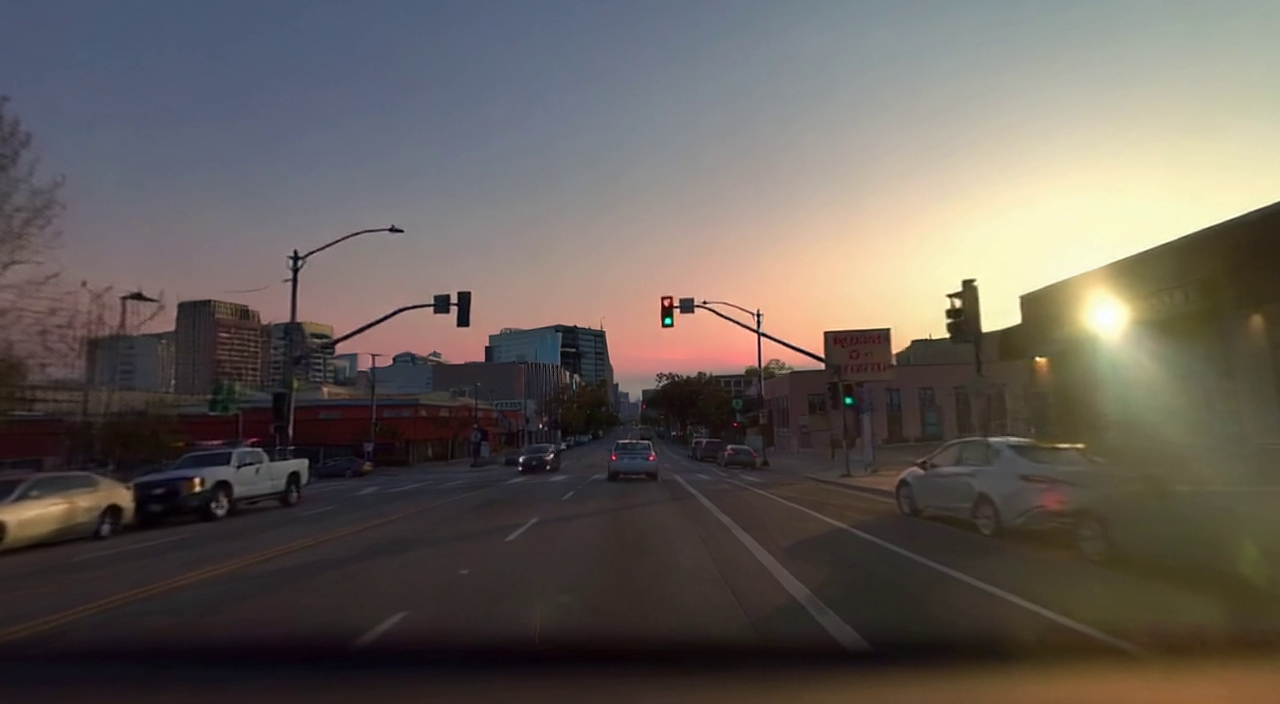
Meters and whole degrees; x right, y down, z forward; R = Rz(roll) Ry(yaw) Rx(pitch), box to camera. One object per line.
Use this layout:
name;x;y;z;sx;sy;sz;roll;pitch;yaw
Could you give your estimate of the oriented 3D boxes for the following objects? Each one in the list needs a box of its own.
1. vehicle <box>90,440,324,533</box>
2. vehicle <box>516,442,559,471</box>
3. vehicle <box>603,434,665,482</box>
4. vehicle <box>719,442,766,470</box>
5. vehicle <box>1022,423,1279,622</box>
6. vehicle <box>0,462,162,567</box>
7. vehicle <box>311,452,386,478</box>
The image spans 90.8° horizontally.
vehicle;-11.251;3.439;17.238;2.240;2.052;5.872;0;-8;0
vehicle;-6.281;6.400;39.012;1.918;1.679;4.209;0;-8;0
vehicle;-0.196;3.848;23.245;2.086;1.575;4.205;0;-8;0
vehicle;5.819;5.957;36.365;1.859;1.470;4.476;0;-8;-1
vehicle;5.759;1.405;5.631;1.891;1.489;4.344;0;-8;-1
vehicle;-11.010;2.770;10.984;1.868;1.502;4.626;0;-8;-2
vehicle;-20.104;7.845;43.687;4.212;1.641;1.935;-1;-12;2
